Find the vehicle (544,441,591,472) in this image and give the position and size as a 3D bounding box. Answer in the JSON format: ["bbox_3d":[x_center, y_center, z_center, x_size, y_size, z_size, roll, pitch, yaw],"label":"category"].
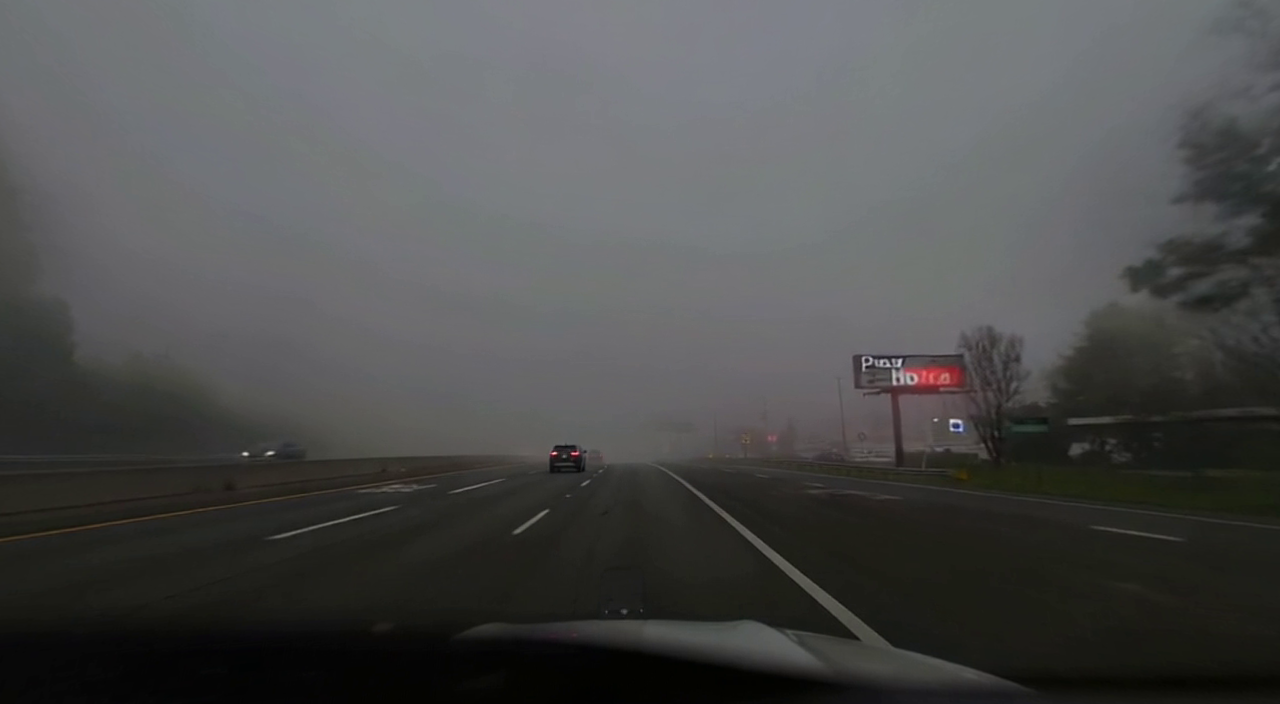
[{"bbox_3d":[-4.392,6.403,38.958,2.236,1.736,5.585,0,-8,0],"label":"vehicle"}]

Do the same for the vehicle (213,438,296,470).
[{"bbox_3d":[-25.487,6.754,41.986,2.183,1.917,5.287,0,-8,-1],"label":"vehicle"}]
